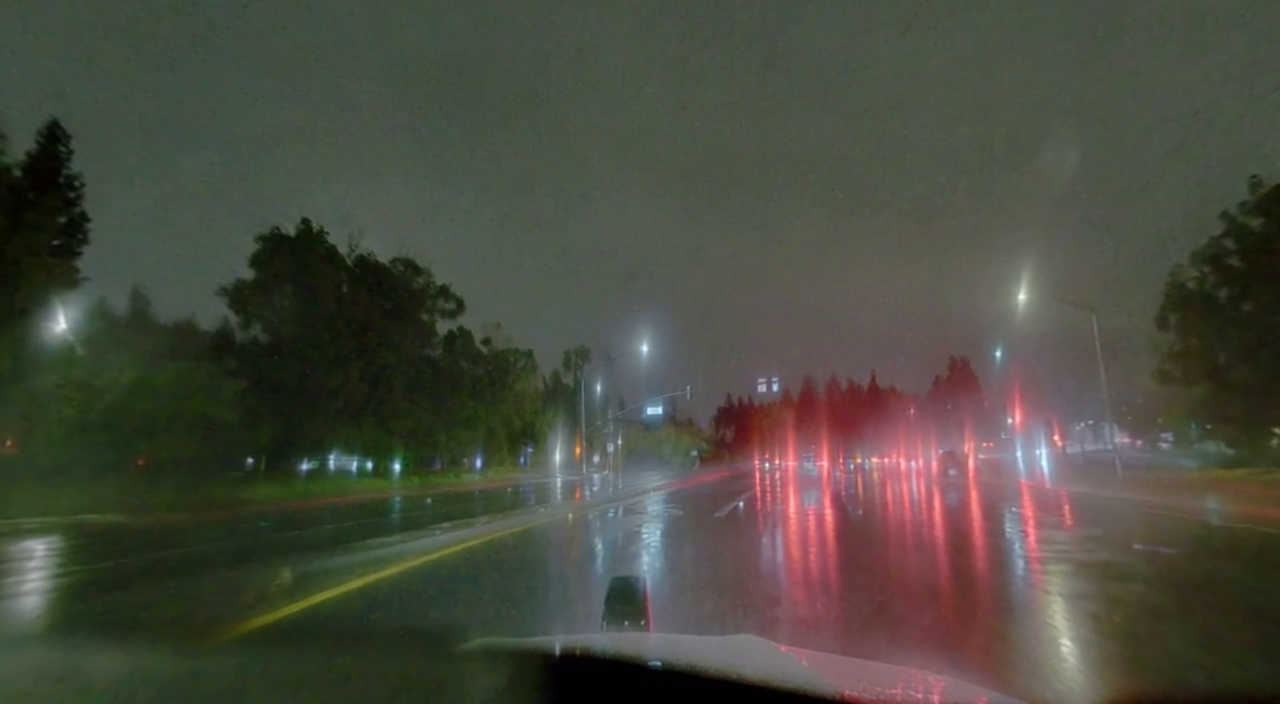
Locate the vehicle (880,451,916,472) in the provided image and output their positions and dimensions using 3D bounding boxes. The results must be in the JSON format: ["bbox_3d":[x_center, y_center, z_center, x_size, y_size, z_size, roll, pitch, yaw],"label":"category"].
[{"bbox_3d":[19.416,8.242,47.578,1.901,1.484,4.093,-3,-9,14],"label":"vehicle"}]

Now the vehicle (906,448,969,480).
[{"bbox_3d":[14.441,5.440,30.824,1.884,1.422,4.262,-3,-9,13],"label":"vehicle"}]

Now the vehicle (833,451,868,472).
[{"bbox_3d":[15.626,8.148,47.069,2.063,1.476,4.361,-3,-9,14],"label":"vehicle"}]

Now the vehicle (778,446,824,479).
[{"bbox_3d":[8.268,5.641,32.340,2.078,1.578,4.107,-3,-9,15],"label":"vehicle"}]

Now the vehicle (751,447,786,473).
[{"bbox_3d":[9.785,8.125,47.613,2.245,1.800,4.522,-3,-9,15],"label":"vehicle"}]
